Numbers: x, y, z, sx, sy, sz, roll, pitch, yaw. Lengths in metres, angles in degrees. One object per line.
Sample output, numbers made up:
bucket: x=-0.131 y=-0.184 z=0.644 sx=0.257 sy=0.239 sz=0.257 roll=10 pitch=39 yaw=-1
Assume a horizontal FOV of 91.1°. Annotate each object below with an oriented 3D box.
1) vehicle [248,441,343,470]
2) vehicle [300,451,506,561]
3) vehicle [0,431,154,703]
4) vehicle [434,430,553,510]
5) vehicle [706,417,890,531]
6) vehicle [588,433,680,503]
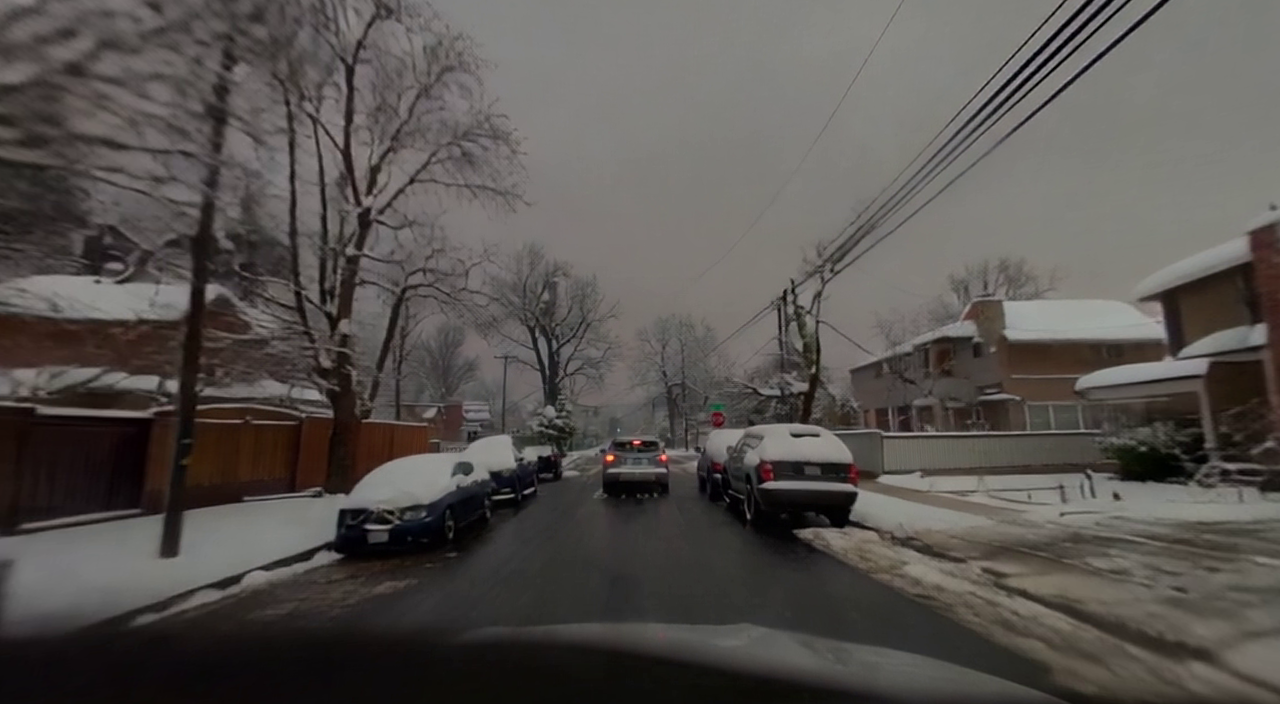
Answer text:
vehicle: x=-20.494 y=6.169 z=37.487 sx=4.557 sy=1.618 sz=1.846 roll=-1 pitch=-8 yaw=2
vehicle: x=-3.335 y=2.205 z=9.700 sx=1.728 sy=1.305 sz=3.805 roll=0 pitch=-8 yaw=-1
vehicle: x=-3.195 y=0.789 z=0.695 sx=1.911 sy=1.449 sz=4.412 roll=0 pitch=-8 yaw=-3
vehicle: x=-3.379 y=2.802 z=15.380 sx=1.965 sy=1.657 sz=4.104 roll=0 pitch=-8 yaw=-1
vehicle: x=2.558 y=2.137 z=11.607 sx=2.136 sy=1.650 sz=4.837 roll=0 pitch=-8 yaw=0
vehicle: x=-0.151 y=2.842 z=15.761 sx=2.010 sy=1.499 sz=4.107 roll=0 pitch=-8 yaw=-1
